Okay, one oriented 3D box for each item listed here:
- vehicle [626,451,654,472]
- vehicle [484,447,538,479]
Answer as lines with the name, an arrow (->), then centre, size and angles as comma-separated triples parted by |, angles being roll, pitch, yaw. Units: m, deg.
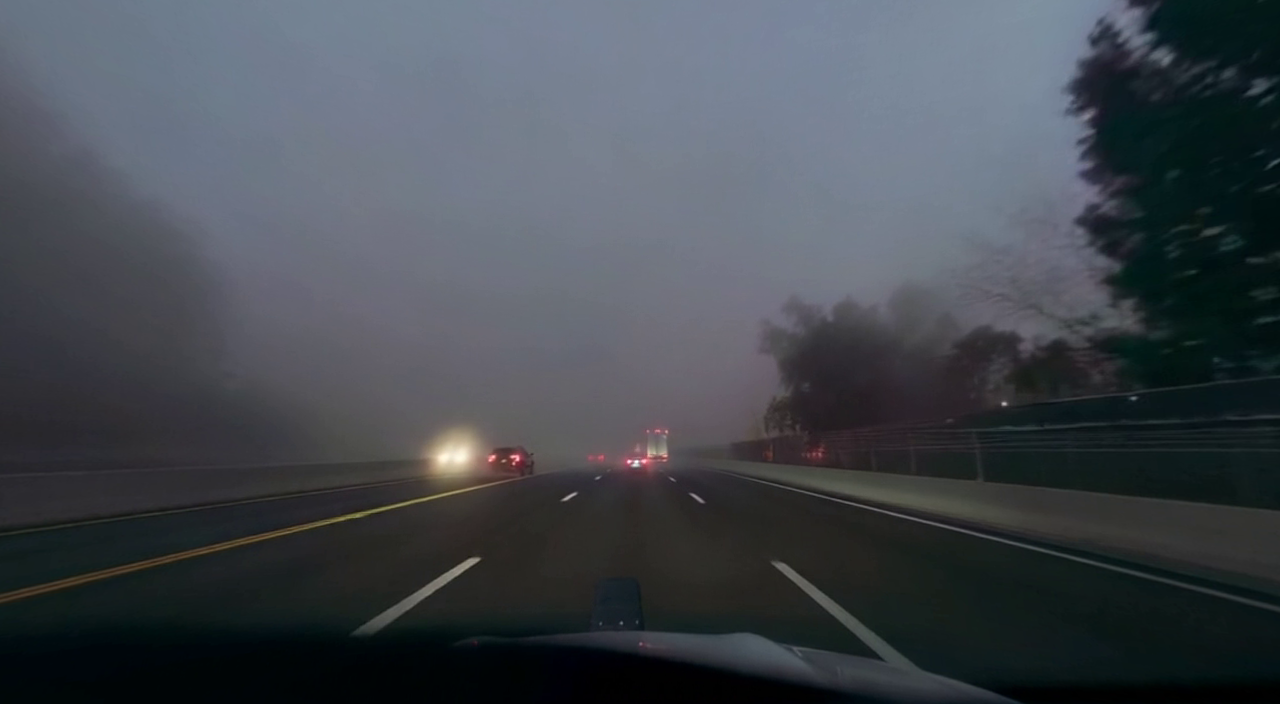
vehicle -> -0.011, 8.511, 49.219 | 2.033, 1.465, 3.775 | 0, -9, -1
vehicle -> -7.362, 6.363, 36.419 | 2.123, 1.671, 4.579 | -1, -9, 1
